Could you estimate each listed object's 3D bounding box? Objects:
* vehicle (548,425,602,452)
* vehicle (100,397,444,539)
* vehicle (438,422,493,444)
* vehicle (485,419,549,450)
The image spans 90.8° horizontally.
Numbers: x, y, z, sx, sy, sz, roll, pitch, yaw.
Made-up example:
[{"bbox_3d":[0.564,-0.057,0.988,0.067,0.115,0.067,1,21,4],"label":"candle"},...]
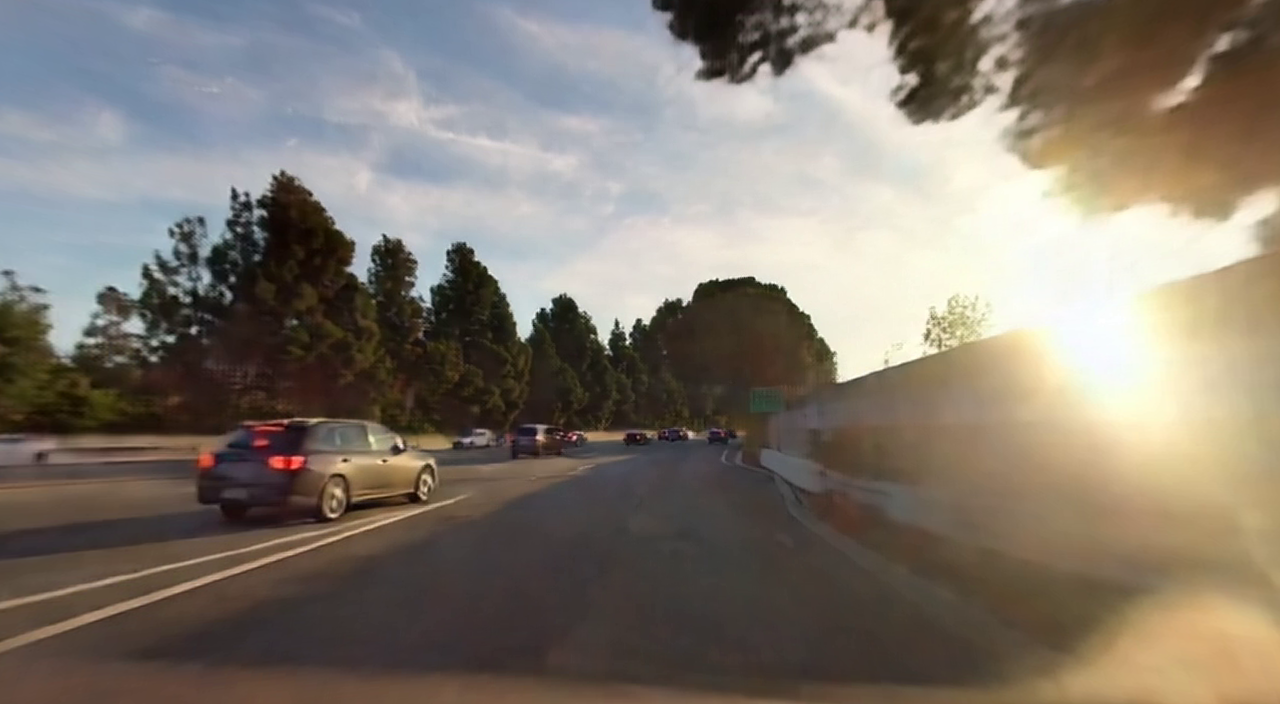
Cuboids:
[{"bbox_3d":[-3.732,5.061,37.031,1.860,1.442,4.332,-2,-8,12],"label":"vehicle"},{"bbox_3d":[-5.115,1.676,9.828,2.082,1.638,4.644,-1,-8,9],"label":"vehicle"},{"bbox_3d":[-13.467,6.349,49.111,1.955,1.596,4.917,-2,-8,14],"label":"vehicle"},{"bbox_3d":[-7.364,5.024,38.312,2.089,1.736,4.662,-2,-8,12],"label":"vehicle"}]
